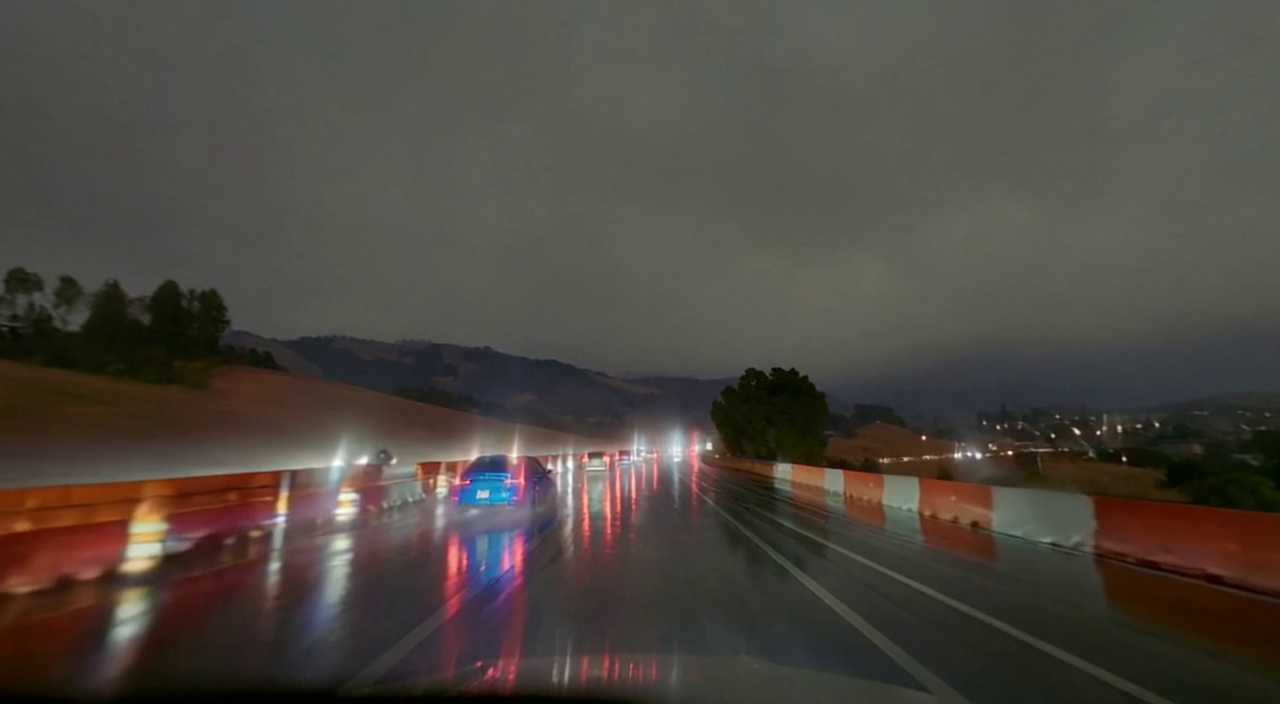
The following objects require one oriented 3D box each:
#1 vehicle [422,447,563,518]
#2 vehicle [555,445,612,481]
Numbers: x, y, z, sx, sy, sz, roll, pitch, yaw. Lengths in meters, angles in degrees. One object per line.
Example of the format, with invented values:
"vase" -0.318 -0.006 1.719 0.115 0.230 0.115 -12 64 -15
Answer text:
"vehicle" -3.014 2.770 13.860 2.061 1.330 3.928 0 -9 1
"vehicle" -2.452 4.989 28.505 2.094 1.480 4.124 0 -9 2
